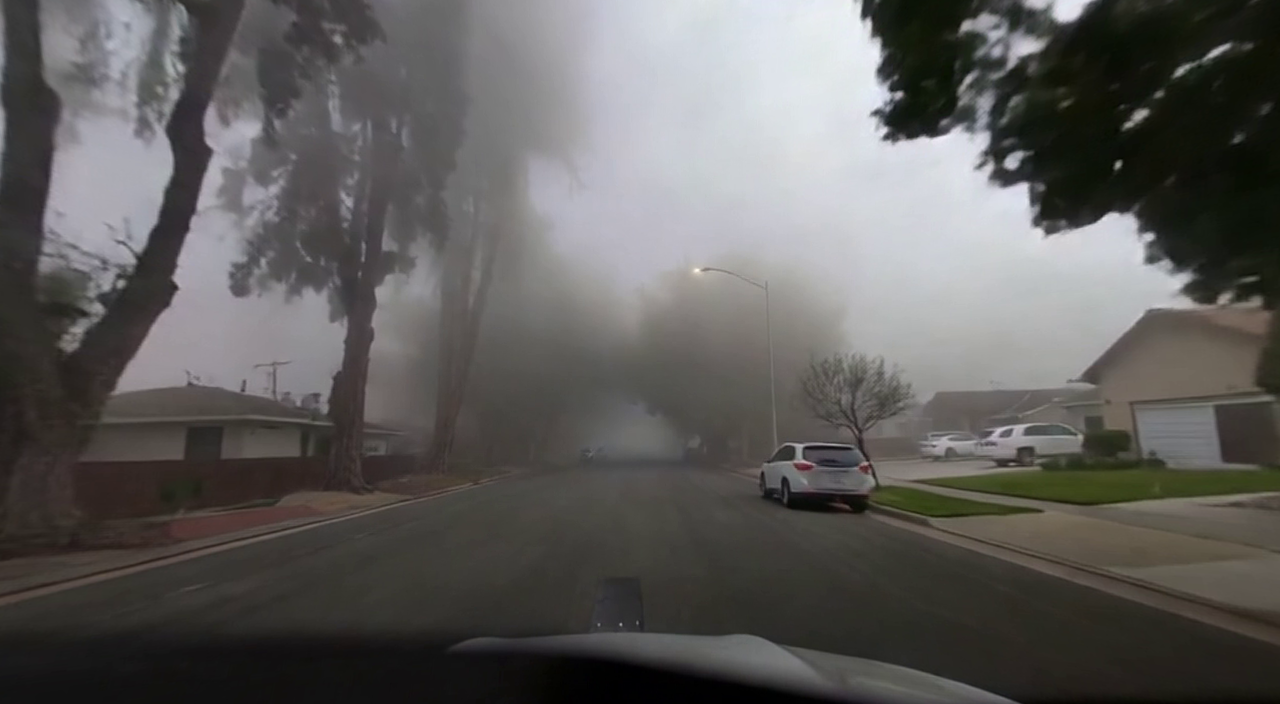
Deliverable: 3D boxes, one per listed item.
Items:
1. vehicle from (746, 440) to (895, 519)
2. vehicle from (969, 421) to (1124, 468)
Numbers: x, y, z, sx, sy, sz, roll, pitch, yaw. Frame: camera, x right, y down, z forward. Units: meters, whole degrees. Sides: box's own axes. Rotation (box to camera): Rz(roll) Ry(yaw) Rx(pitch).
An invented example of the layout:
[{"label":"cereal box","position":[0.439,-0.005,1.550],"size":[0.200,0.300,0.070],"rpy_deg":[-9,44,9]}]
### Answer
[{"label":"vehicle","position":[3.826,2.764,14.278],"size":[2.013,1.473,4.329],"rpy_deg":[0,-8,-1]},{"label":"vehicle","position":[15.400,3.533,24.116],"size":[4.505,1.667,2.018],"rpy_deg":[0,-8,-2]}]
